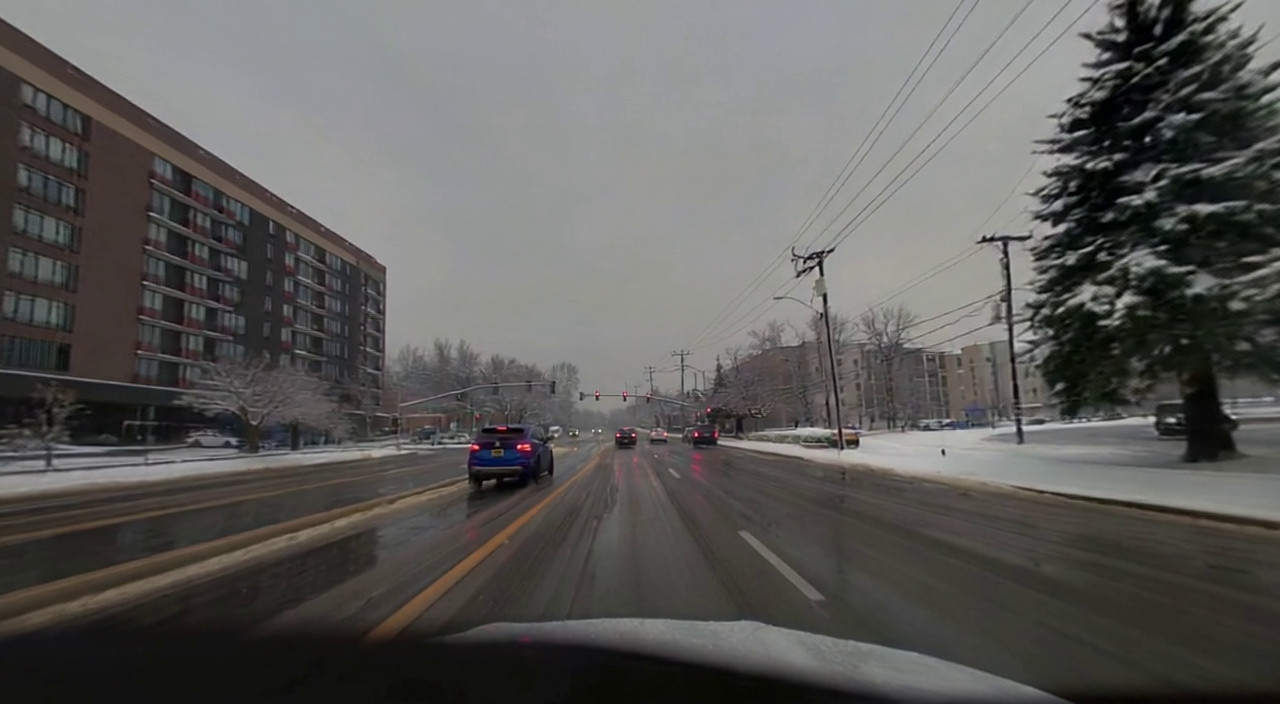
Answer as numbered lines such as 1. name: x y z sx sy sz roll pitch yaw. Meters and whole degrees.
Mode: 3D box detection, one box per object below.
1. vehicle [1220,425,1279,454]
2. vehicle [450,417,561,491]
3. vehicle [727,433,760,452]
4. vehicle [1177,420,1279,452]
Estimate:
1. vehicle: 33.341 4.595 33.063 4.327 1.474 1.963 1 -9 -10
2. vehicle: -3.549 2.816 17.591 2.136 1.779 4.417 0 -8 0
3. vehicle: 8.048 7.113 49.445 1.897 1.390 4.391 0 -8 1
4. vehicle: 33.092 4.729 35.466 4.393 1.718 1.961 1 -9 -10
